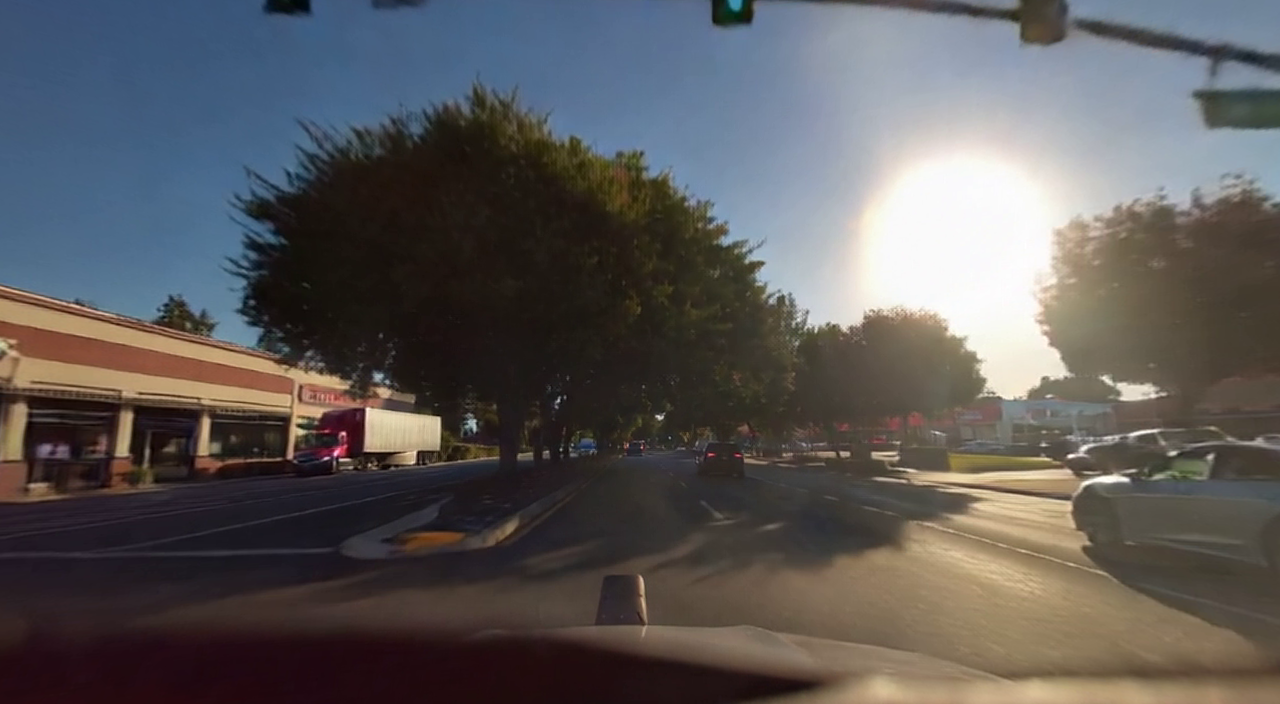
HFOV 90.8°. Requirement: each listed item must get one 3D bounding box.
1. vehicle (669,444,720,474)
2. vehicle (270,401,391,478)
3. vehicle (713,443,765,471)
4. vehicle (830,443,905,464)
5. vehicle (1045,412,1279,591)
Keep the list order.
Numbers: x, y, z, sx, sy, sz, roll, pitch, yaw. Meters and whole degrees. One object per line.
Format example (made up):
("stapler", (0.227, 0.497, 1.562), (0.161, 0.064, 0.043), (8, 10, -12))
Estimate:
("vehicle", (2.752, 5.527, 32.933), (2.099, 1.463, 4.365), (0, -8, -2))
("vehicle", (-19.148, 5.597, 40.054), (3.008, 4.297, 9.041), (0, -9, 0))
("vehicle", (5.836, 6.229, 37.723), (2.150, 1.485, 4.919), (0, -9, -2))
("vehicle", (16.599, 7.414, 46.246), (4.679, 1.448, 2.178), (0, -9, -4))
("vehicle", (6.959, 1.538, 6.870), (2.002, 1.651, 4.647), (0, -8, 0))
